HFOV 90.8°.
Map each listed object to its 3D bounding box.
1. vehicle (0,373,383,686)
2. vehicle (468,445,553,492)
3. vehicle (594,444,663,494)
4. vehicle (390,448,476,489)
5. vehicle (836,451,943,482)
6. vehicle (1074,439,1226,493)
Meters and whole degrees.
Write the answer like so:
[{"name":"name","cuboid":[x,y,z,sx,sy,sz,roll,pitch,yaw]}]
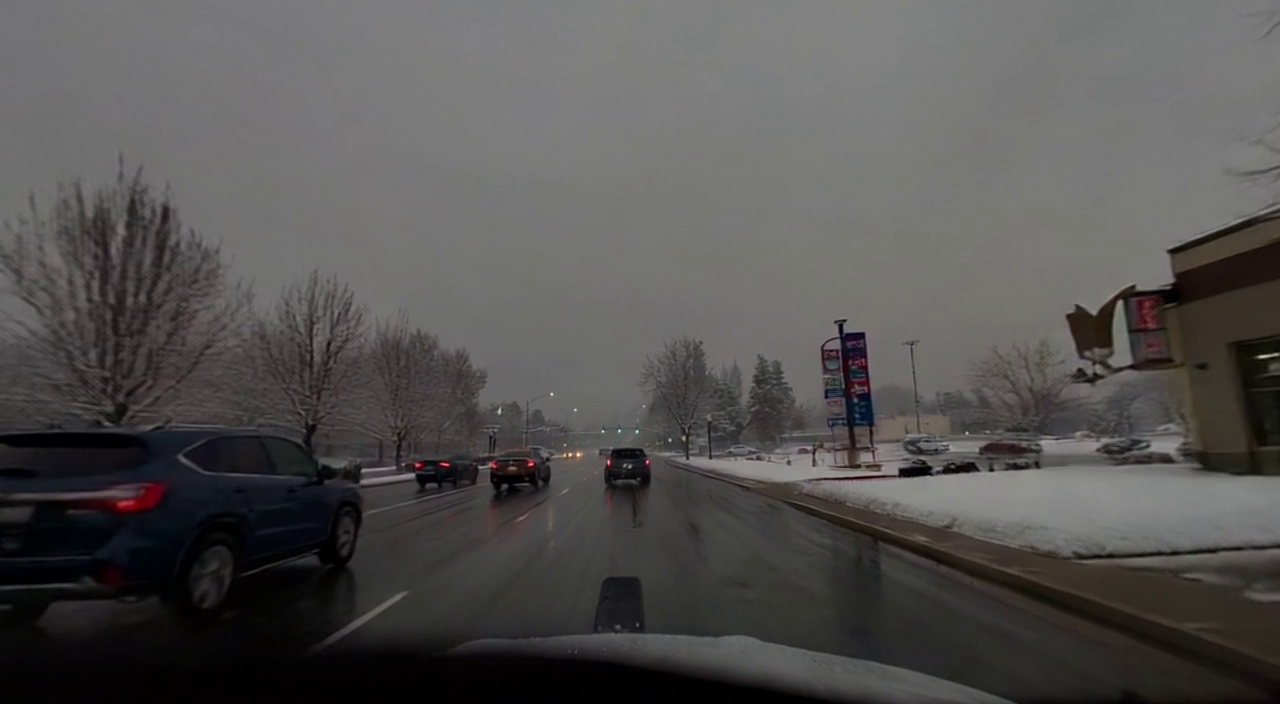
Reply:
[{"name":"vehicle","cuboid":[-4.411,1.350,5.938,2.096,1.807,4.413,0,-9,0]},{"name":"vehicle","cuboid":[-4.438,4.055,22.436,1.973,1.456,4.850,0,-9,0]},{"name":"vehicle","cuboid":[-0.409,3.773,20.811,2.061,1.469,3.954,0,-9,-2]},{"name":"vehicle","cuboid":[-8.087,4.557,25.091,2.009,1.470,4.179,0,-9,-1]},{"name":"vehicle","cuboid":[13.416,6.165,34.271,4.877,1.603,2.197,0,-9,2]},{"name":"vehicle","cuboid":[16.009,3.524,19.812,4.619,1.523,1.873,4,-10,-27]}]
